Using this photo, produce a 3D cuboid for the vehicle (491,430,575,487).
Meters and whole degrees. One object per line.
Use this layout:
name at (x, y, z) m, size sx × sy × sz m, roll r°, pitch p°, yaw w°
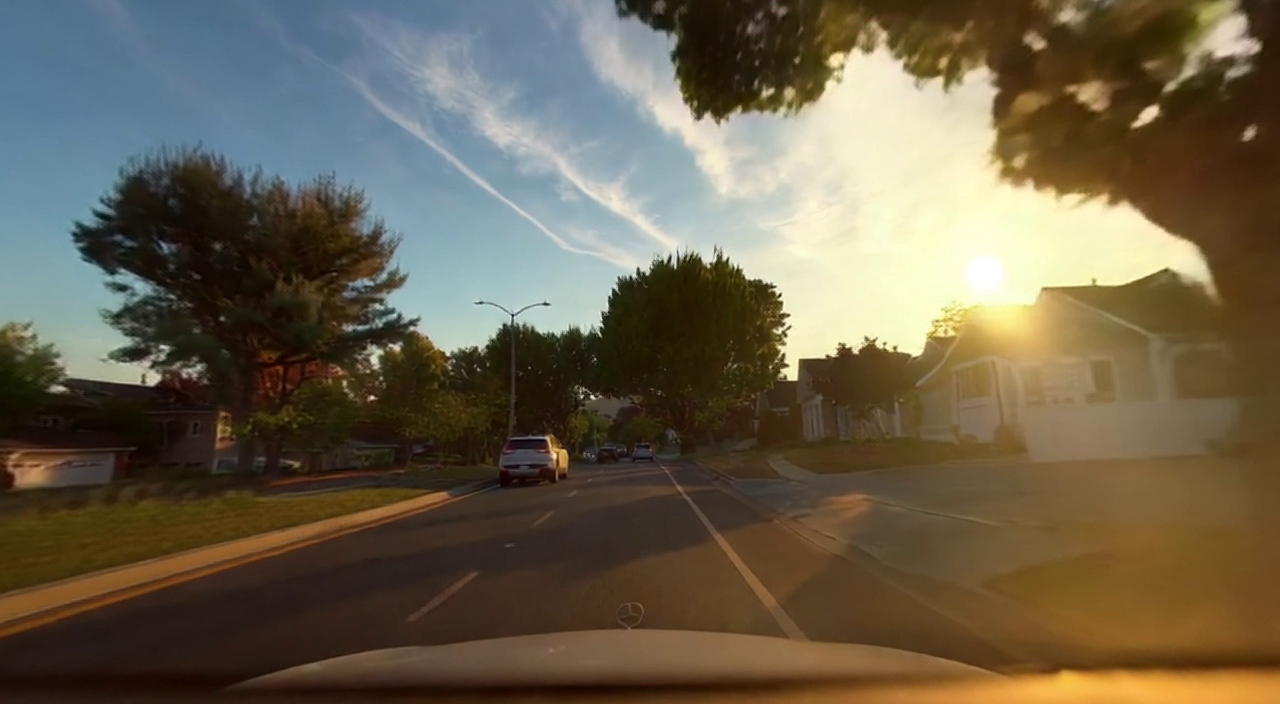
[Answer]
vehicle at (-3.579, 3.659, 22.013) m, size 2.073 × 1.770 × 4.302 m, roll 0°, pitch -9°, yaw 1°
